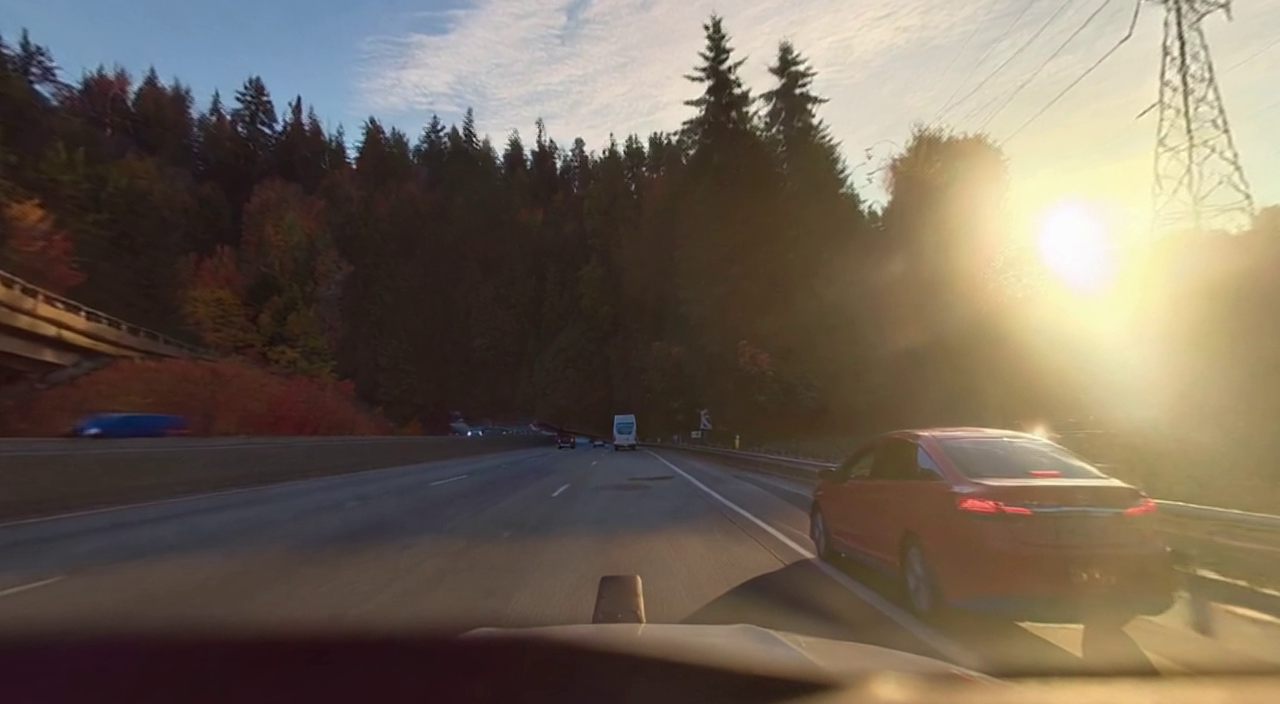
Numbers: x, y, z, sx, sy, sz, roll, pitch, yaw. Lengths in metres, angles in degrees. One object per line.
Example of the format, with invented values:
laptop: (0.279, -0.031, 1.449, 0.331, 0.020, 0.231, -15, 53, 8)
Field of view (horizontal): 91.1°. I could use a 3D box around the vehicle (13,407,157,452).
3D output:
vehicle: (-26.183, 3.739, 30.012, 2.033, 1.947, 5.353, 0, -8, -1)
